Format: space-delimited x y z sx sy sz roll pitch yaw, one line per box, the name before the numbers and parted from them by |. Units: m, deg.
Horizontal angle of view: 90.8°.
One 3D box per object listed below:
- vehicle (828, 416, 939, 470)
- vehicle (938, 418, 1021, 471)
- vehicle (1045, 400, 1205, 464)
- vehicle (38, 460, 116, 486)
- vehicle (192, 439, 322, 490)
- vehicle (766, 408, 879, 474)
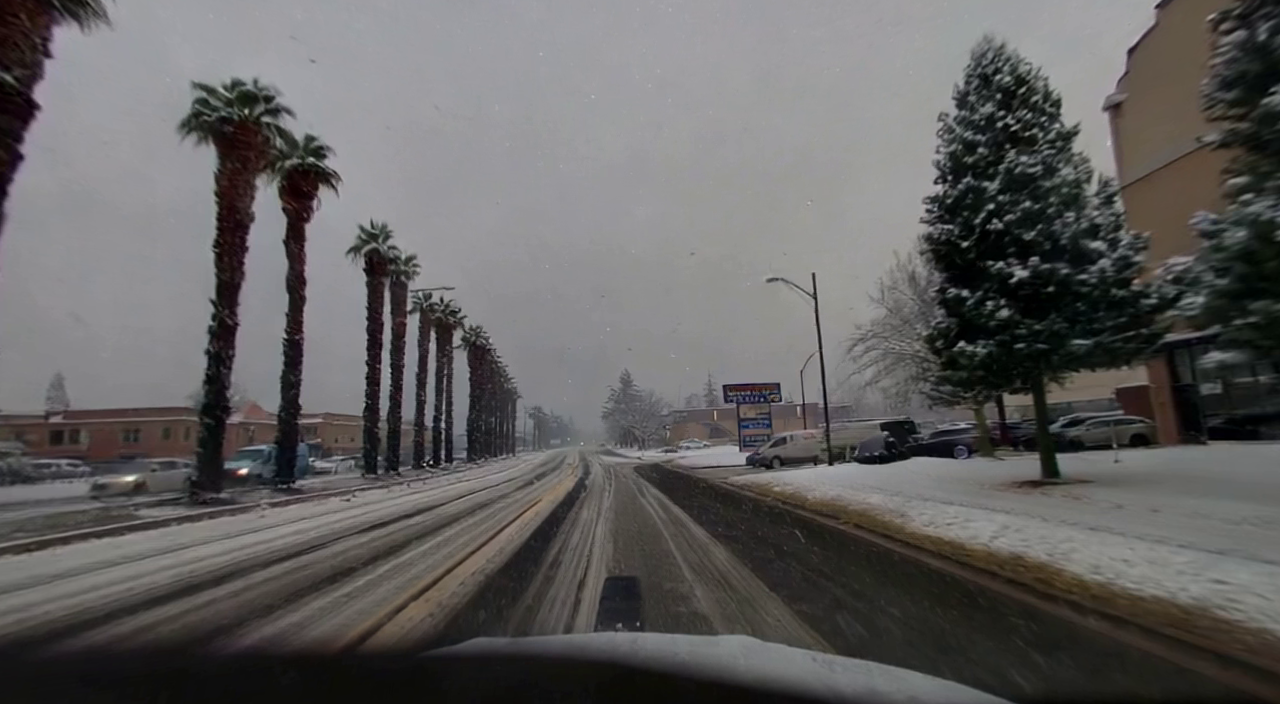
vehicle | 11.195 4.159 28.816 2.514 2.172 5.798 -9 -12 43
vehicle | 15.432 4.168 29.149 2.525 2.043 6.684 -7 -8 22
vehicle | 21.826 3.731 28.890 2.434 2.604 5.700 0 -9 -4
vehicle | -39.065 8.384 43.899 3.759 1.475 1.863 -3 -7 3
vehicle | -16.982 5.012 28.525 2.379 2.034 5.893 0 -9 -3
vehicle | 8.984 4.350 30.730 5.942 2.851 2.531 8 -12 -44
